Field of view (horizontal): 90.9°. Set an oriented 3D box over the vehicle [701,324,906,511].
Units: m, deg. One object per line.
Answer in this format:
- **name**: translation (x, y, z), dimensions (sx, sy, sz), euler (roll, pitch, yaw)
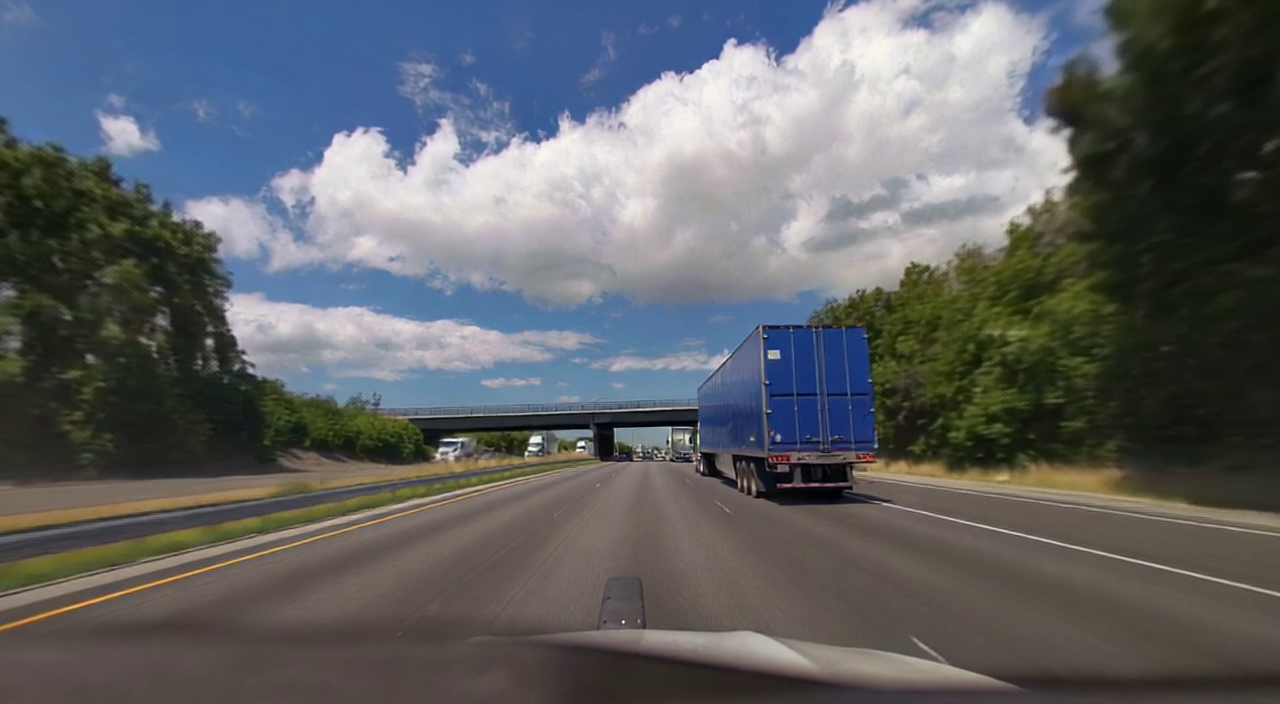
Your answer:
- **vehicle**: translation (4.195, 2.469, 20.741), dimensions (2.825, 4.054, 14.210), euler (0, -9, 0)
